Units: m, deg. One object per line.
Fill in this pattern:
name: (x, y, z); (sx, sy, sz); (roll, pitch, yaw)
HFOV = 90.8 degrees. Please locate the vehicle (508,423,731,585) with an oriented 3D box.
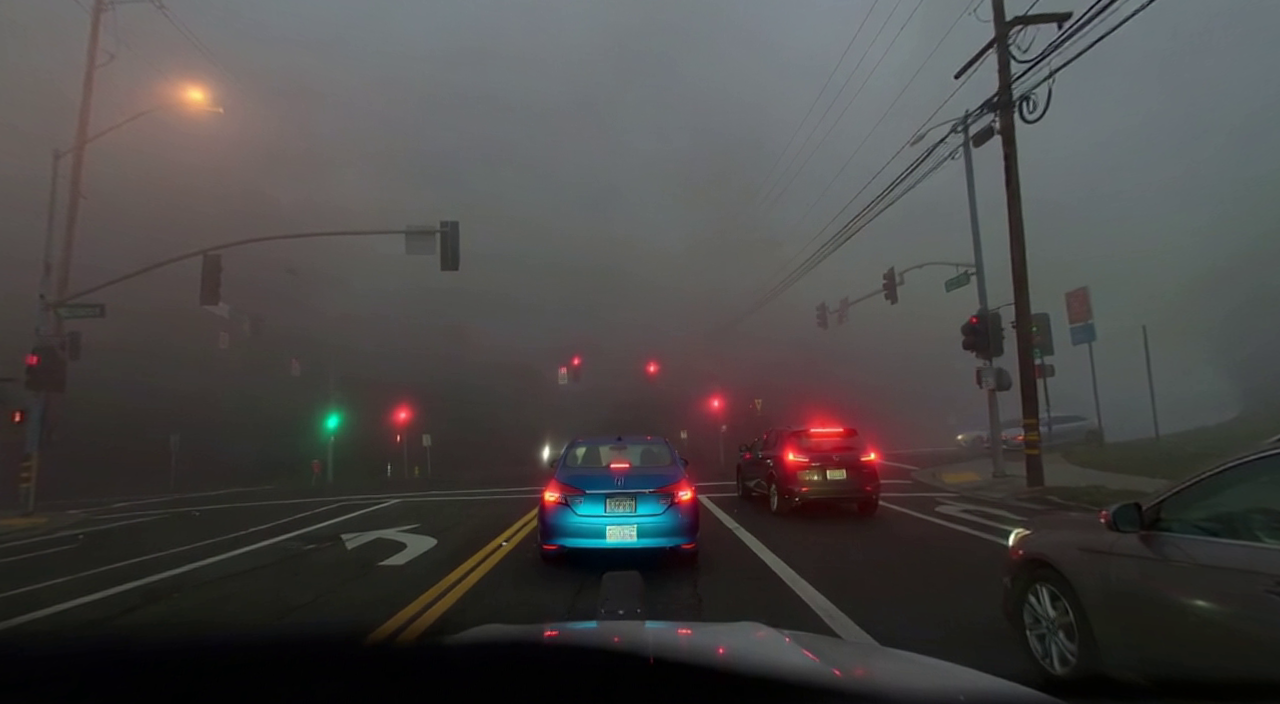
vehicle: (-0.224, 1.730, 8.032); (2.061, 1.485, 4.196); (0, -8, -1)

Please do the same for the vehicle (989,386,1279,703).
vehicle: (2.928, 0.822, 1.702); (1.860, 1.494, 3.707); (0, -8, 1)
